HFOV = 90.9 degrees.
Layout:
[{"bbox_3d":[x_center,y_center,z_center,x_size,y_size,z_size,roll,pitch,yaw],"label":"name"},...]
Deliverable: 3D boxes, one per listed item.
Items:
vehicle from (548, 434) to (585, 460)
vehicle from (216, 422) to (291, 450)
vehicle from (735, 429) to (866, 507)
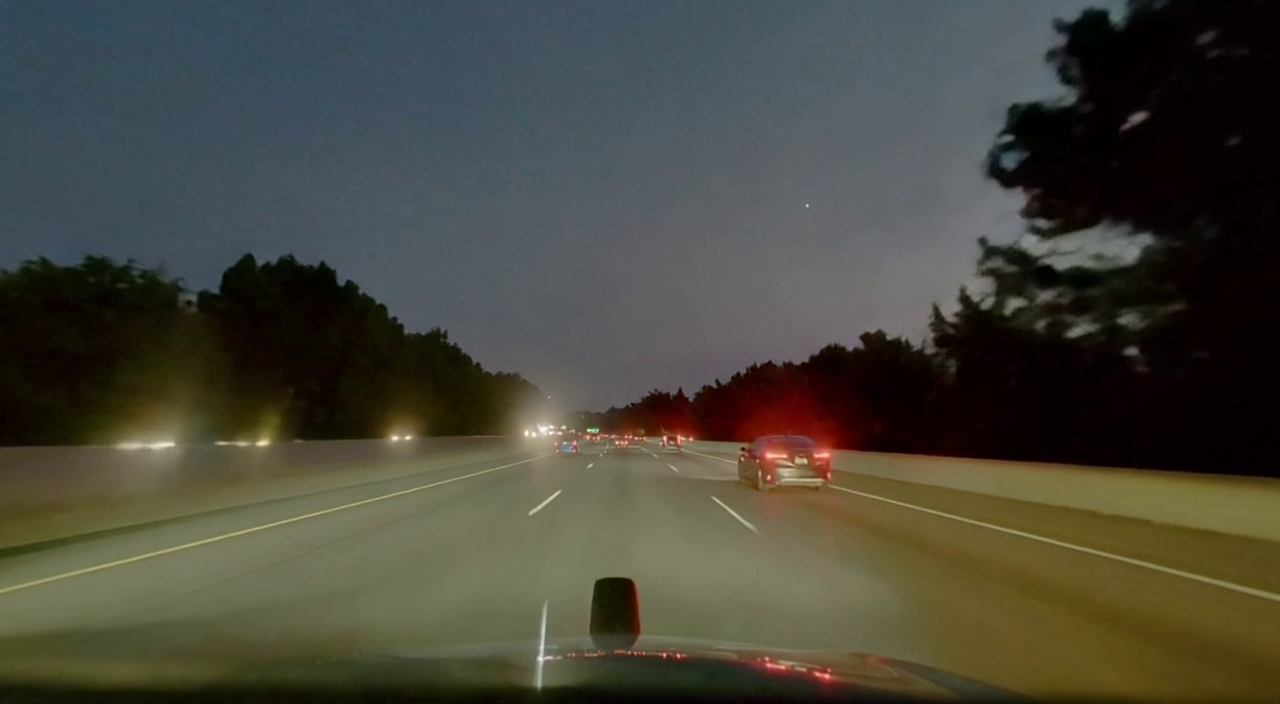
[{"bbox_3d":[-4.628,6.014,40.150,1.941,1.529,4.111,0,-8,-1],"label":"vehicle"},{"bbox_3d":[-21.947,4.797,35.981,1.745,1.457,4.149,0,-8,-2],"label":"vehicle"},{"bbox_3d":[3.512,2.584,14.557,1.883,1.536,3.792,0,-8,-2],"label":"vehicle"}]
